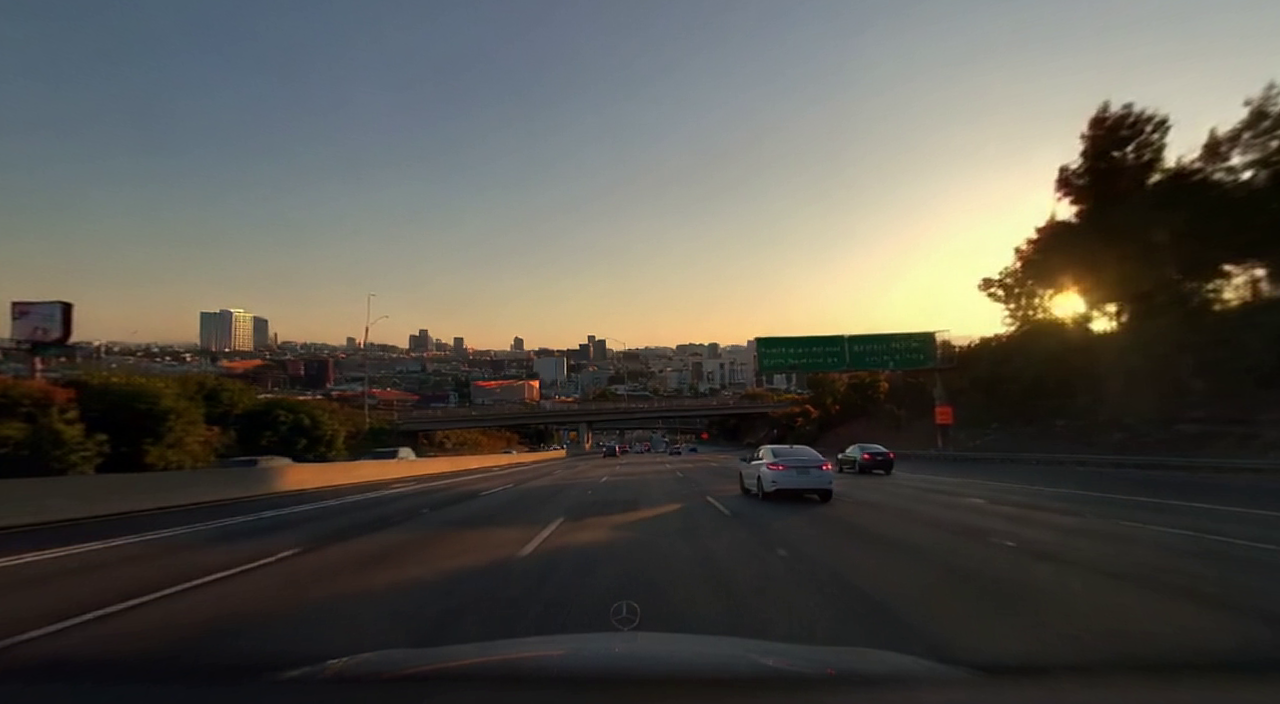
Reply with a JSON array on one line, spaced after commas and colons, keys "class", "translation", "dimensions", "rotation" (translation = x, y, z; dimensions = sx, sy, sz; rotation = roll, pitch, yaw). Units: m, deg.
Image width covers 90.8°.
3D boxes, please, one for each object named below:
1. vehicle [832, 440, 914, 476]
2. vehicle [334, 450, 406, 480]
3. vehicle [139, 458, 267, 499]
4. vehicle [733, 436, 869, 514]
[{"class": "vehicle", "translation": [10.564, 4.836, 29.048], "dimensions": [2.019, 1.529, 4.385], "rotation": [0, -9, -1]}, {"class": "vehicle", "translation": [-14.486, 6.081, 34.180], "dimensions": [1.919, 1.470, 4.452], "rotation": [0, -8, 0]}, {"class": "vehicle", "translation": [-18.749, 5.424, 27.435], "dimensions": [1.972, 1.516, 4.973], "rotation": [0, -9, 0]}, {"class": "vehicle", "translation": [3.462, 2.723, 14.452], "dimensions": [1.961, 1.504, 4.094], "rotation": [0, -9, -1]}]
